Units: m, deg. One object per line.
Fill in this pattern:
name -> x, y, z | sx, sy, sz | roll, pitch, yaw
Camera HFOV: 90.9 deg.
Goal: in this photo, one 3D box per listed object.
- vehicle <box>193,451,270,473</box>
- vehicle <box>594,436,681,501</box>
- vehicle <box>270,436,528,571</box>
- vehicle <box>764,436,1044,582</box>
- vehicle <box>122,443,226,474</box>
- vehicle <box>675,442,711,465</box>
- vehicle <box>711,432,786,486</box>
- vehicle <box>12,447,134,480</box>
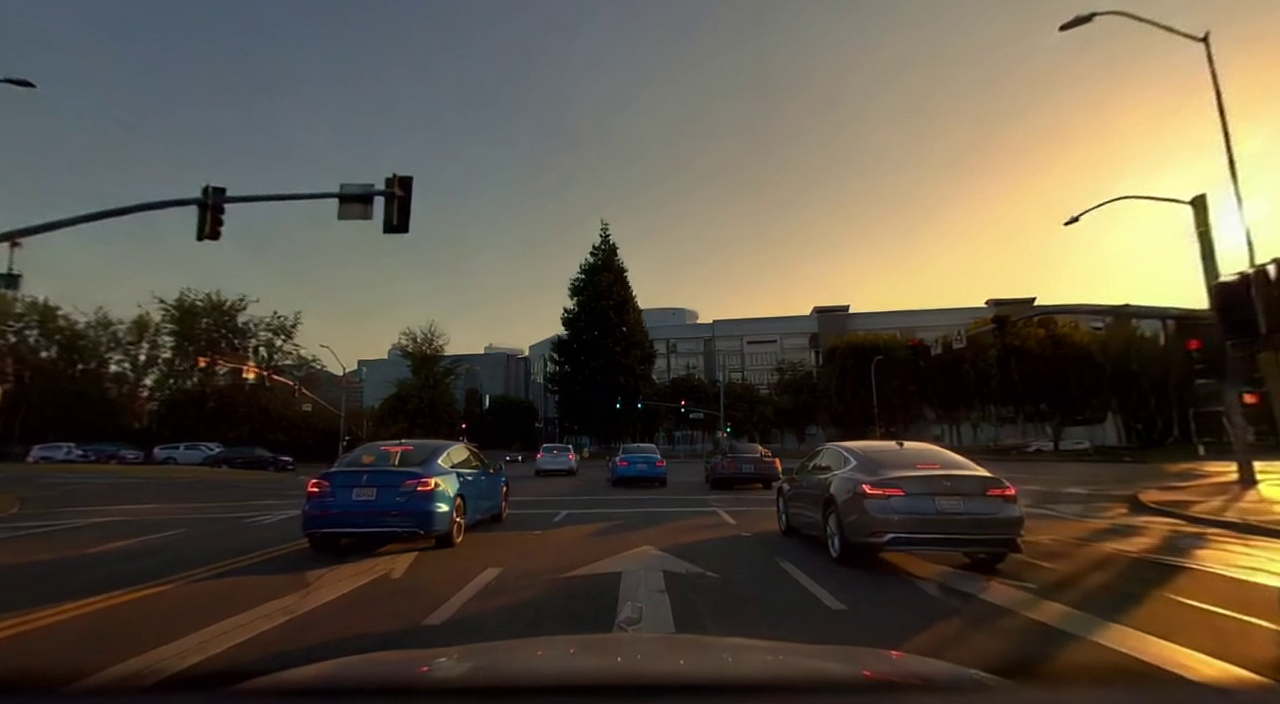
vehicle -> -28.811, 7.761, 44.456 | 4.349, 1.429, 1.819 | -2, -9, 8
vehicle -> -0.189, 3.190, 17.708 | 2.144, 1.563, 4.218 | 0, -9, -3
vehicle -> -3.102, 2.027, 9.313 | 2.015, 1.478, 4.407 | 0, -8, 1
vehicle -> 3.262, 1.983, 9.050 | 1.951, 1.522, 4.614 | 0, -8, -1
vehicle -> -29.199, 6.676, 39.597 | 4.916, 1.793, 2.082 | -1, -8, 3
vehicle -> 3.922, 7.637, 47.521 | 2.138, 1.624, 4.417 | 0, -8, -3
vehicle -> 3.768, 3.796, 22.570 | 1.938, 1.732, 4.006 | 0, -8, 0
vehicle -> -30.306, 5.962, 33.785 | 4.427, 1.629, 2.213 | -1, -8, 3
